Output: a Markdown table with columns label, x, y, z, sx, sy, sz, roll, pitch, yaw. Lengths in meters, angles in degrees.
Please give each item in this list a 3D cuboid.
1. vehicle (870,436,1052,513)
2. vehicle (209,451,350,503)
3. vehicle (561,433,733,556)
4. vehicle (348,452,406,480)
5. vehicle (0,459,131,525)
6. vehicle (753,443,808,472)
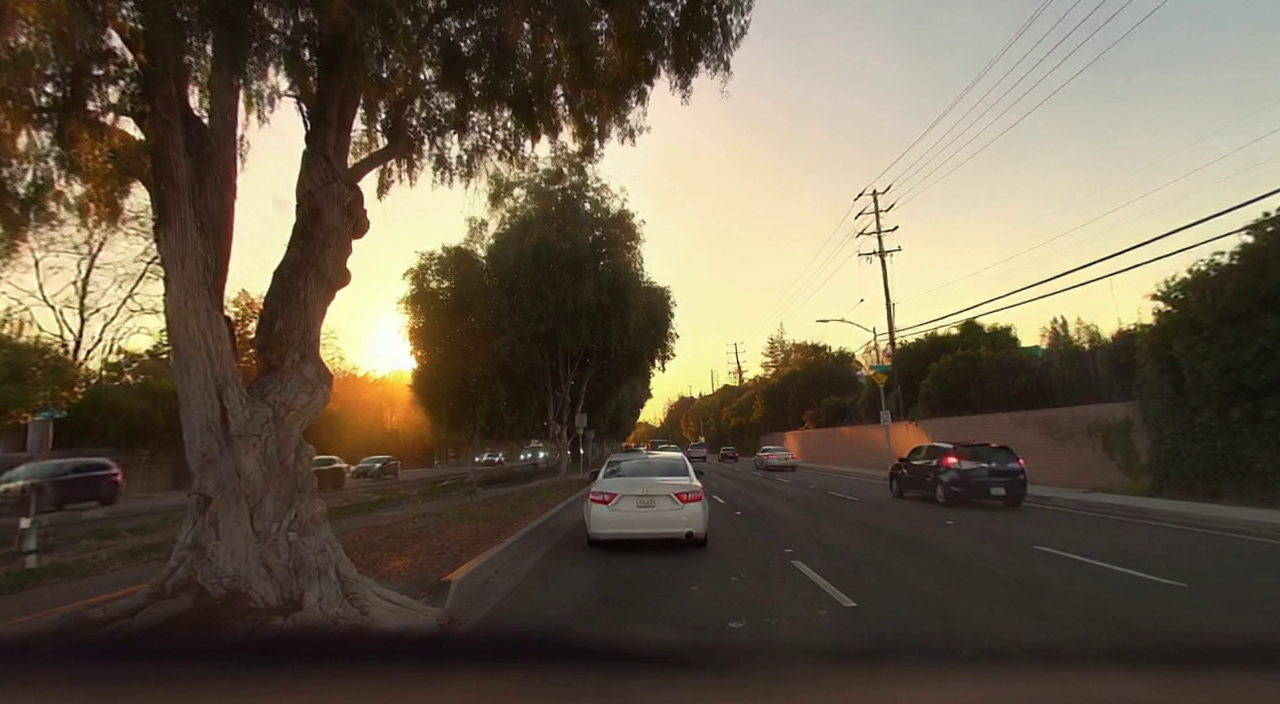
| label | x | y | z | sx | sy | sz | roll | pitch | yaw |
| --- | --- | --- | --- | --- | --- | --- | --- | --- | --- |
| vehicle | 7.117 | 2.729 | 14.625 | 1.850 | 1.480 | 4.474 | 0 | -8 | 0 |
| vehicle | -11.825 | 4.095 | 21.137 | 1.988 | 1.486 | 4.586 | 0 | -8 | 0 |
| vehicle | 0.084 | 2.041 | 9.758 | 2.108 | 1.479 | 3.935 | 0 | -8 | 0 |
| vehicle | -15.068 | 6.539 | 36.368 | 1.701 | 1.494 | 3.791 | 0 | -8 | 0 |
| vehicle | -16.150 | 3.606 | 16.572 | 1.856 | 1.452 | 4.530 | 0 | -8 | -1 |
| vehicle | 7.592 | 5.737 | 34.471 | 1.899 | 1.458 | 4.499 | 0 | -8 | -1 |
